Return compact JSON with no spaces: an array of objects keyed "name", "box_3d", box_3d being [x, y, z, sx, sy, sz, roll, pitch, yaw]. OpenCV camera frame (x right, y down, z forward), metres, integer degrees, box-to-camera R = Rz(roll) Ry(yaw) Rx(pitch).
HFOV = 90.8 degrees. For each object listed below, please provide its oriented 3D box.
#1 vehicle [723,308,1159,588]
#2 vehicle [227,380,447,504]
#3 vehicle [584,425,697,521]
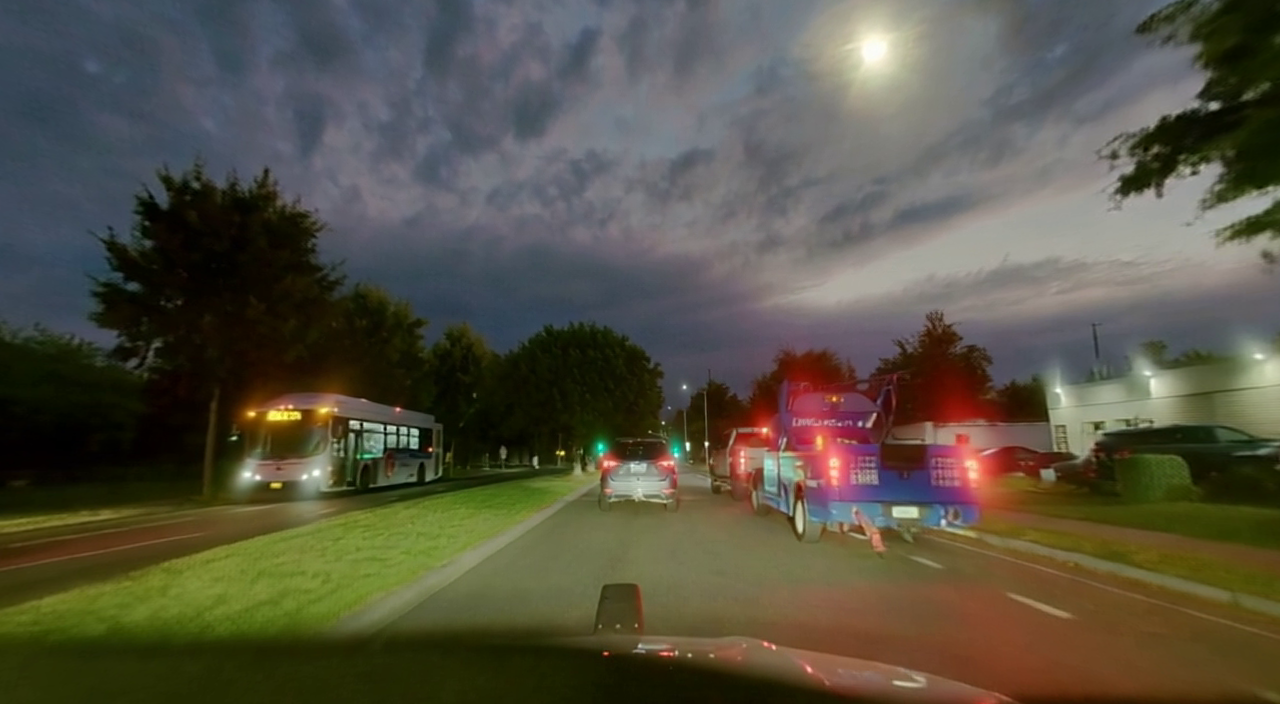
[{"name":"vehicle","box_3d":[3.951,1.795,12.196,3.088,3.057,10.503,0,-9,-1]},{"name":"vehicle","box_3d":[-11.816,3.859,27.014,2.996,4.022,12.692,0,-9,0]},{"name":"vehicle","box_3d":[-0.003,2.758,15.032,2.157,1.816,5.804,0,-9,0]}]
